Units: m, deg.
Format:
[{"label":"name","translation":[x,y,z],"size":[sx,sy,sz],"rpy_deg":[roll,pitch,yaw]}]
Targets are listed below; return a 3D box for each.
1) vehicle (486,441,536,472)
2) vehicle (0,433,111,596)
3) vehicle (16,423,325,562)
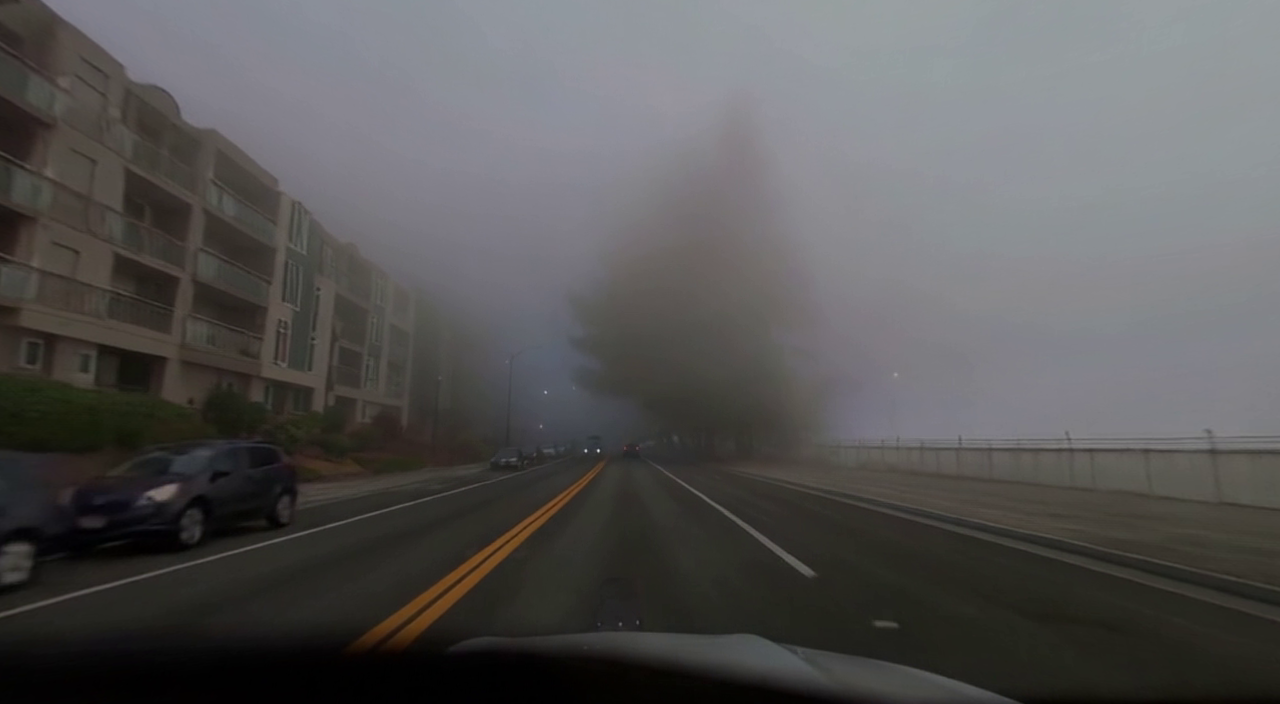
[{"label":"vehicle","translation":[-7.376,6.023,36.561],"size":[1.913,1.560,4.513],"rpy_deg":[2,-9,0]},{"label":"vehicle","translation":[-6.817,1.344,4.818],"size":[1.773,1.466,4.407],"rpy_deg":[3,-8,-1]},{"label":"vehicle","translation":[-6.871,2.034,9.908],"size":[1.878,1.658,3.827],"rpy_deg":[2,-8,-1]}]
